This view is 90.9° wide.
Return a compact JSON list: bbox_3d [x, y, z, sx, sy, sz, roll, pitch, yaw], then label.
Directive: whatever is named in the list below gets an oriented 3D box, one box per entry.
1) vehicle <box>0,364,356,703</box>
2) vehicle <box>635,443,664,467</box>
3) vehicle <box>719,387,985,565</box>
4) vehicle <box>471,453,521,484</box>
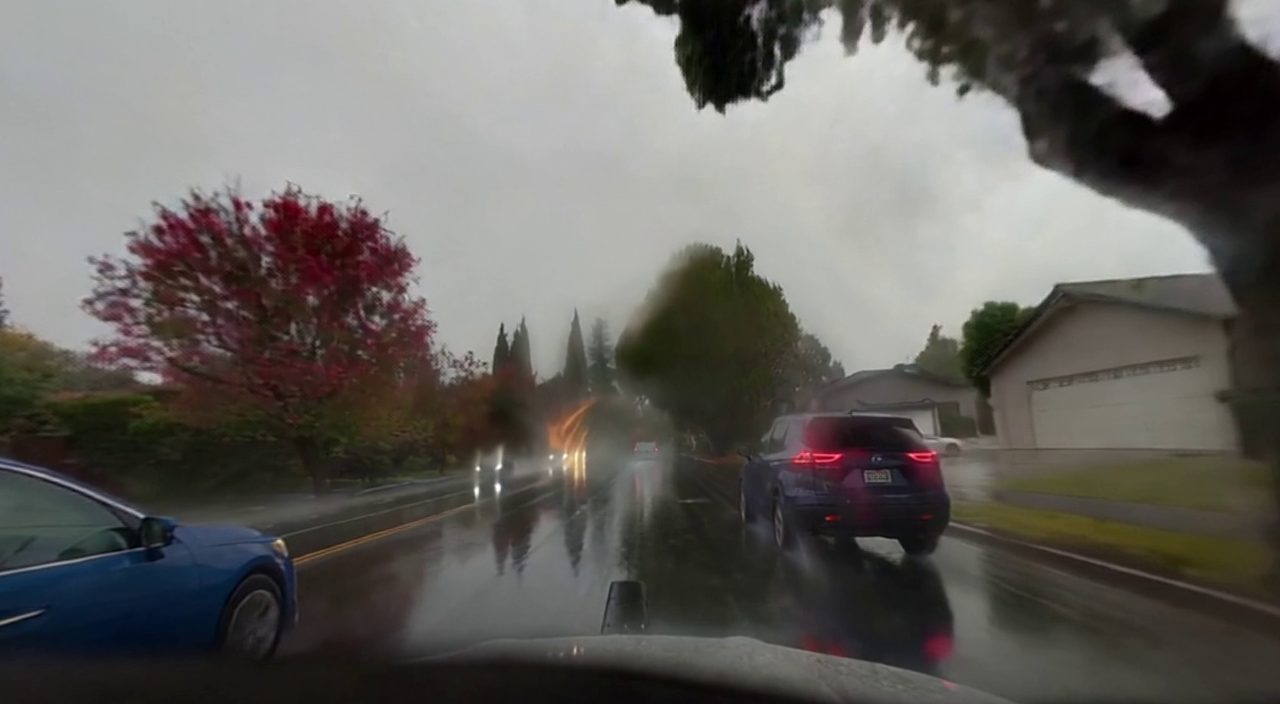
[{"bbox_3d":[-3.194,0.925,2.388,2.058,1.659,4.514,-1,-9,1],"label":"vehicle"},{"bbox_3d":[0.728,8.130,49.841,2.138,1.729,4.178,0,-9,1],"label":"vehicle"},{"bbox_3d":[2.834,1.870,10.255,2.338,2.063,5.592,0,-9,0],"label":"vehicle"},{"bbox_3d":[-8.567,6.948,37.881,1.970,1.651,4.272,0,-9,0],"label":"vehicle"}]
